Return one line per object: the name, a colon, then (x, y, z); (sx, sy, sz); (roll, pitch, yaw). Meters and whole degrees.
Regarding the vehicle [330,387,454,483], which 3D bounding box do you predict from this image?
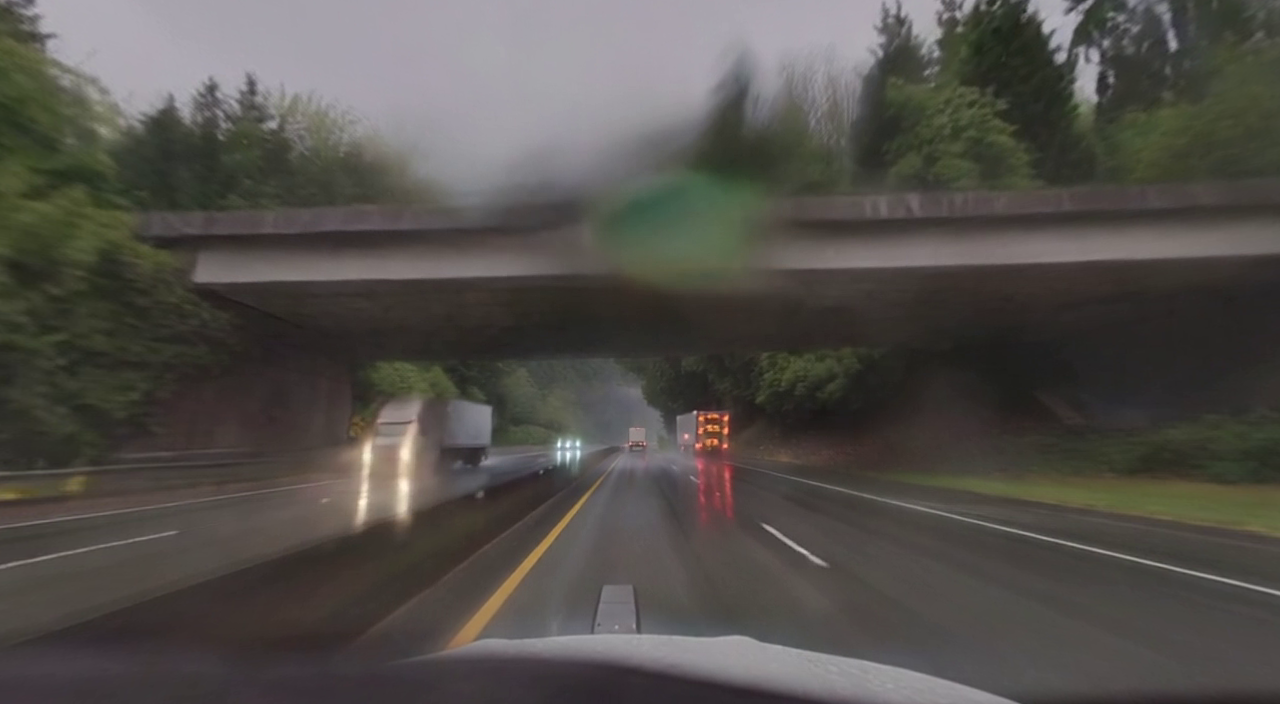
vehicle: (-10.929, 3.762, 28.510); (3.280, 3.862, 5.699); (-1, -8, -1)
